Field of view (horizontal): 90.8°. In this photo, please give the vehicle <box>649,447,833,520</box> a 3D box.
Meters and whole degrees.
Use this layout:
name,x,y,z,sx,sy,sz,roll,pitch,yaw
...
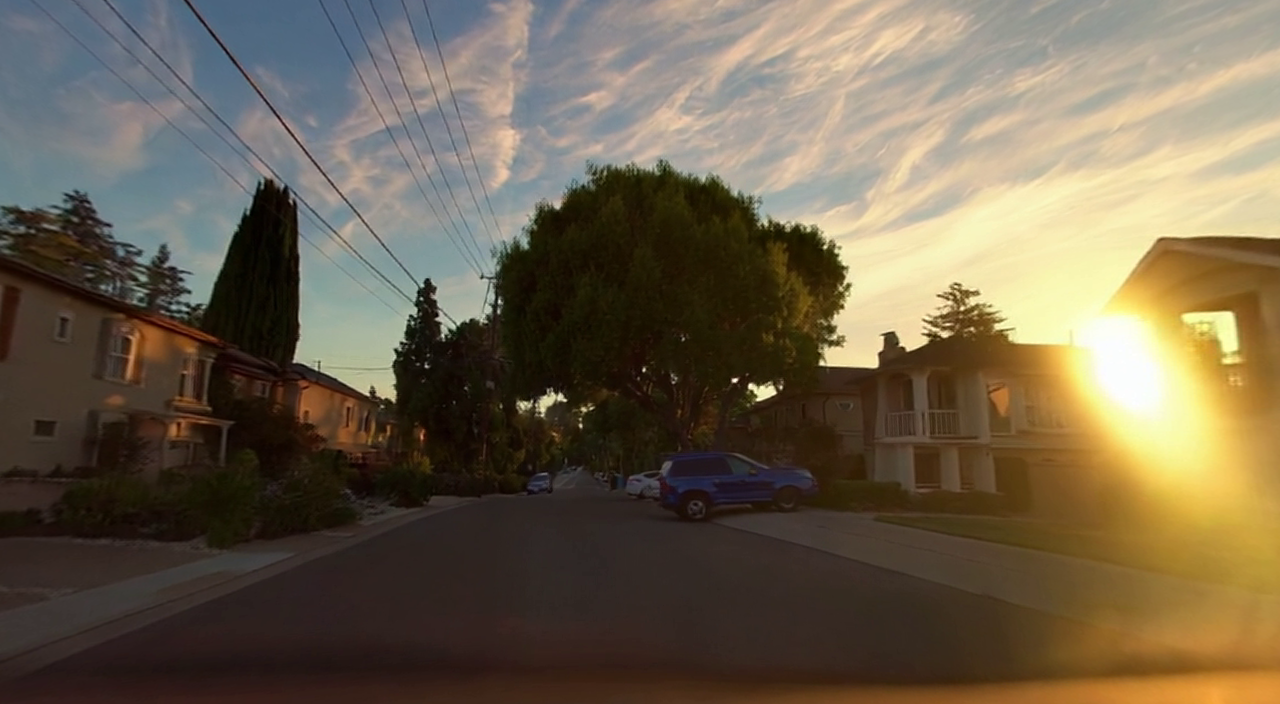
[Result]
name,x,y,z,sx,sy,sz,roll,pitch,yaw
vehicle,2.563,3.410,16.748,4.413,1.728,1.869,1,-9,-8
